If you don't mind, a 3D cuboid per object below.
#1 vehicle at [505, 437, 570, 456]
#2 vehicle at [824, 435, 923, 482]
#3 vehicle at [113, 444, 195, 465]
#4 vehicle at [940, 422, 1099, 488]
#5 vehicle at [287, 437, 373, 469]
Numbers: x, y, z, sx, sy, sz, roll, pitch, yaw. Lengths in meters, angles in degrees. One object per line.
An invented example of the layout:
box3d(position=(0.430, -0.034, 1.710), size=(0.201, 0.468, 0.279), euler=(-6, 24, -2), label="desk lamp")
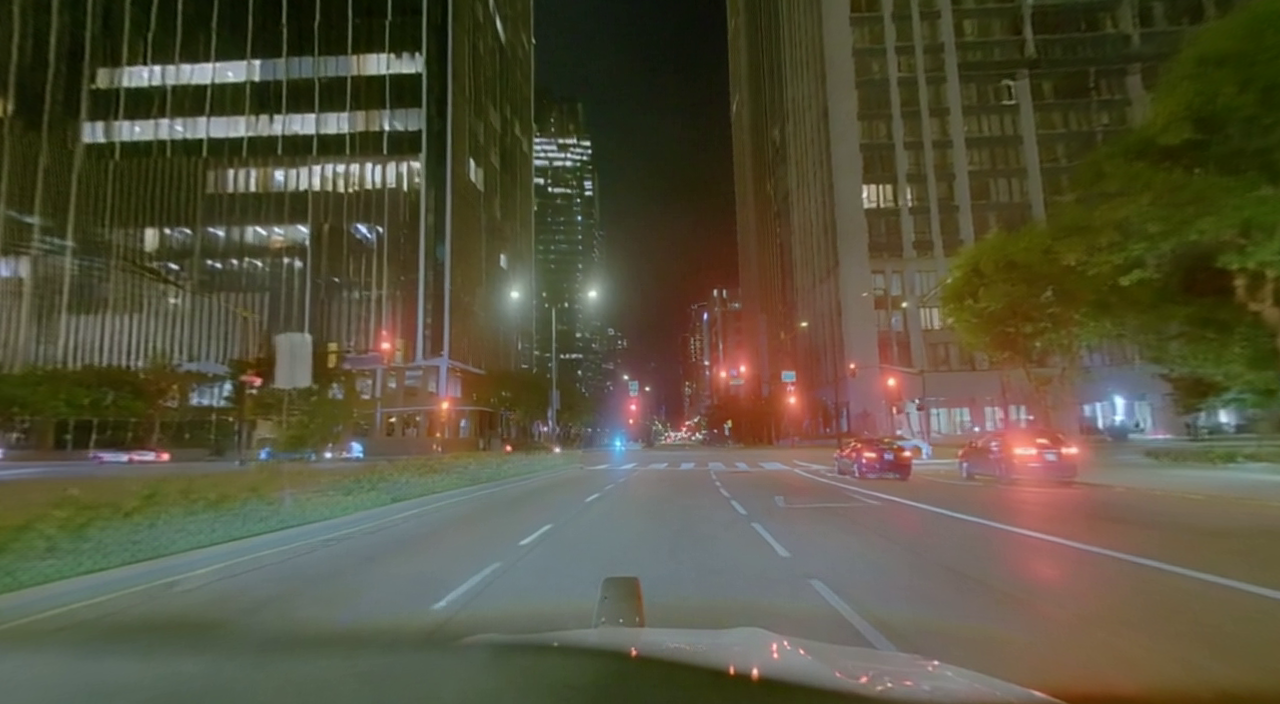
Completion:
box3d(position=(-8.055, 7.446, 49.810), size=(4.762, 1.420, 1.814), euler=(-1, -8, 1), label="vehicle")
box3d(position=(8.309, 3.826, 23.032), size=(1.936, 1.489, 4.885), euler=(-1, -8, 2), label="vehicle")
box3d(position=(-35.600, 7.509, 46.371), size=(4.503, 1.475, 1.789), euler=(0, -8, 0), label="vehicle")
box3d(position=(11.697, 3.225, 20.009), size=(2.027, 1.810, 4.854), euler=(0, -8, 0), label="vehicle")
box3d(position=(-19.521, 6.336, 39.802), size=(4.779, 1.910, 2.125), euler=(-4, -9, 21), label="vehicle")
